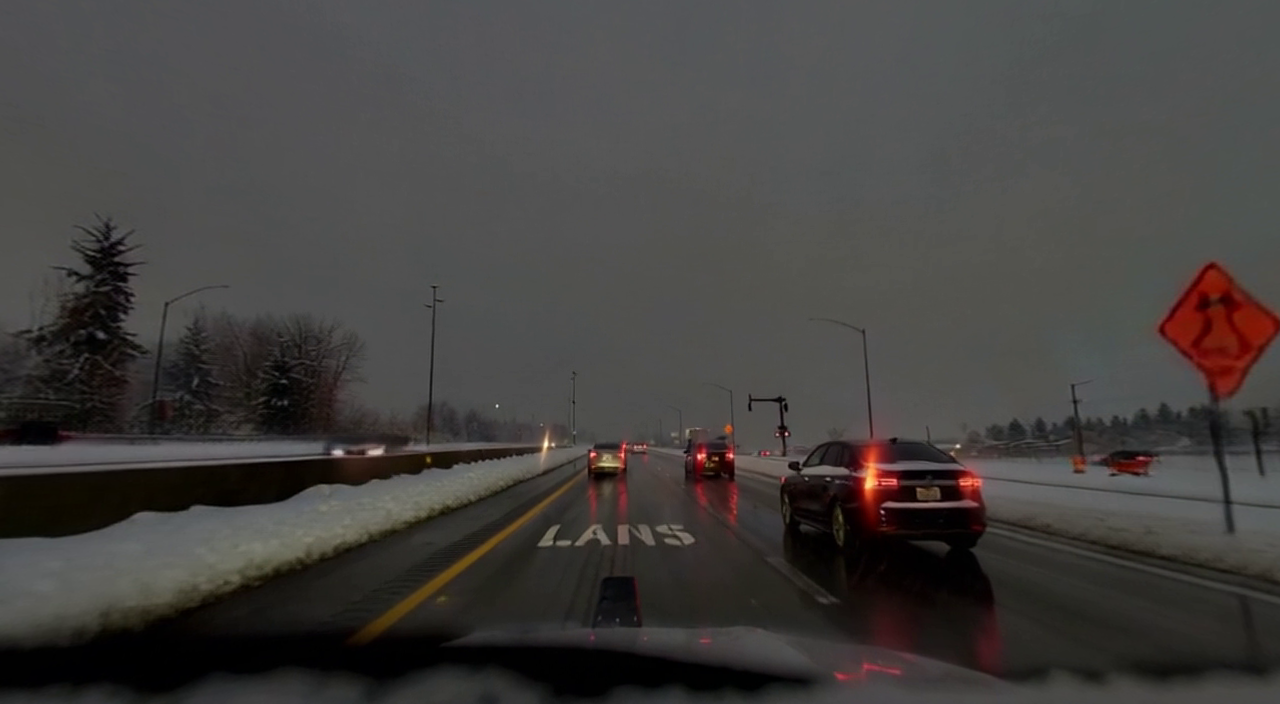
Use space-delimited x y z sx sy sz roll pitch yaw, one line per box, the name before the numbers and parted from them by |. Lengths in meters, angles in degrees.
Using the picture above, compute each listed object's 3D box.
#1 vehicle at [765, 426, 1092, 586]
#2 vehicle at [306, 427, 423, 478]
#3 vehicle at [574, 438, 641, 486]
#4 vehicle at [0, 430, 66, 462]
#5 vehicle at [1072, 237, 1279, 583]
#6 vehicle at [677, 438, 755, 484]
vehicle | 3.101 1.738 8.025 1.996 1.455 4.281 0 -8 -2
vehicle | -9.370 3.469 21.944 2.007 1.555 4.466 0 -9 1
vehicle | -1.049 3.726 21.673 2.069 1.470 4.004 0 -8 -2
vehicle | -32.650 4.865 32.653 1.885 1.550 4.330 0 -8 -2
vehicle | 7.744 0.741 7.777 2.575 3.519 2.984 -1 -8 4
vehicle | 2.587 3.843 22.585 2.042 1.460 4.451 0 -8 -2
